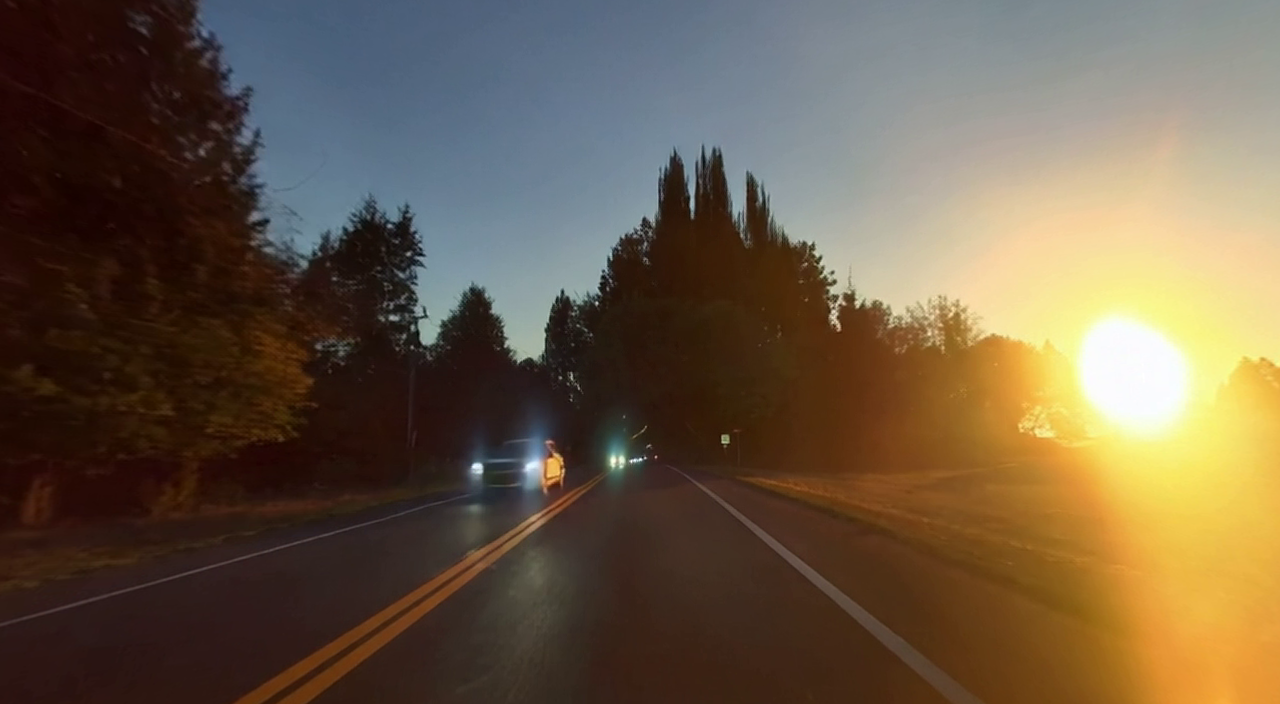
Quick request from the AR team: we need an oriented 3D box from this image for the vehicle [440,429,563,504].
[{"bbox_3d":[-3.820,3.282,18.696,2.255,1.849,5.576,0,-8,1],"label":"vehicle"}]
